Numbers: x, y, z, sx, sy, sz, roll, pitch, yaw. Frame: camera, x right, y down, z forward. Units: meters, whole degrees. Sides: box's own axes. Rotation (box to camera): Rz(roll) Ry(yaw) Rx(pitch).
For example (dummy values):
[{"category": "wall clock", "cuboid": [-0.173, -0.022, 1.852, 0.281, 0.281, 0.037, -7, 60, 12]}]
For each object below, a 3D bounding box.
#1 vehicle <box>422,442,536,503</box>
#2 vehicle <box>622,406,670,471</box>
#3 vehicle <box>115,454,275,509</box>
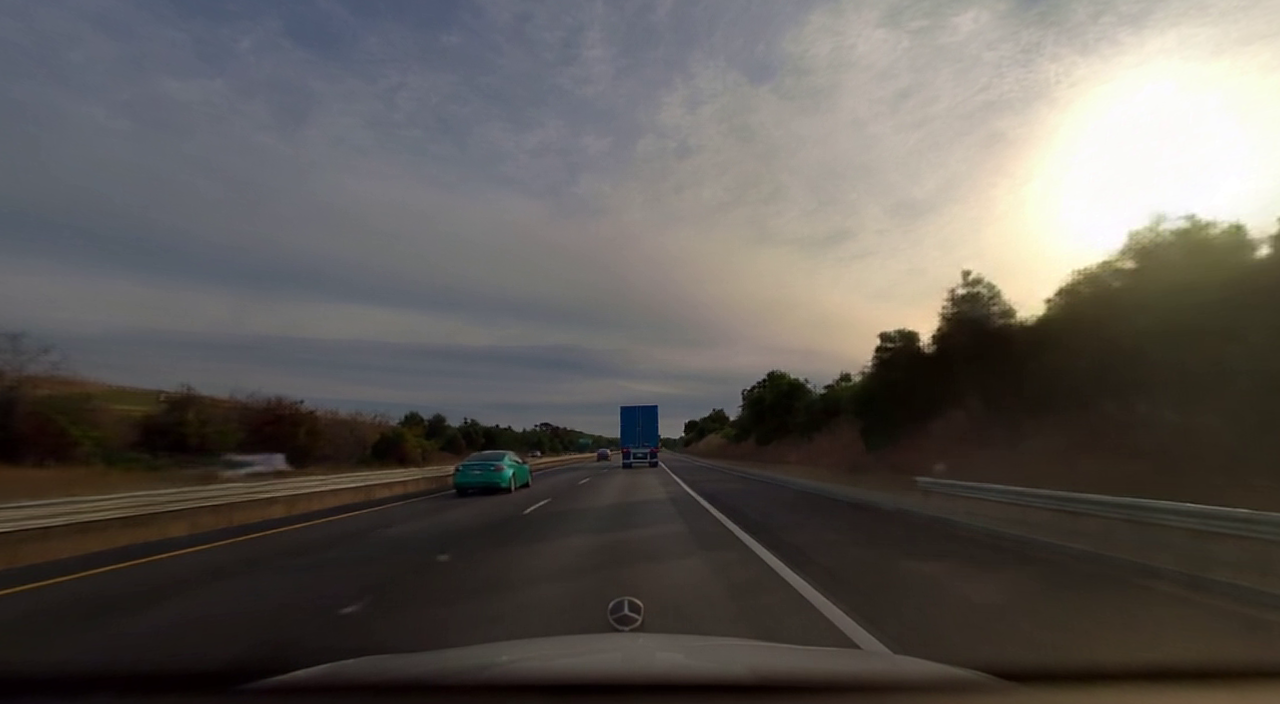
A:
[{"category": "vehicle", "cuboid": [-4.450, 3.398, 18.287, 2.051, 1.538, 4.569, 0, -9, 1]}, {"category": "vehicle", "cuboid": [0.447, 6.047, 43.675, 2.899, 3.966, 10.053, 0, -9, 1]}, {"category": "vehicle", "cuboid": [-13.386, 3.866, 19.319, 1.815, 1.437, 4.195, 0, -9, 0]}]
